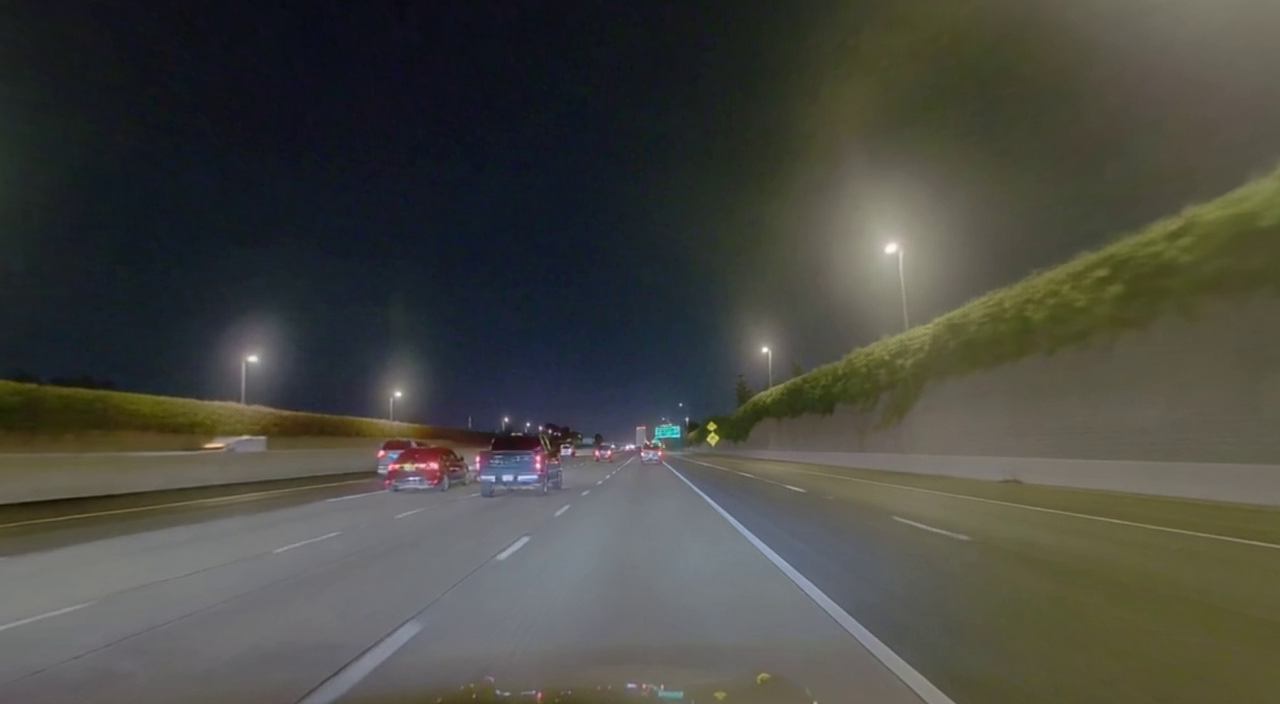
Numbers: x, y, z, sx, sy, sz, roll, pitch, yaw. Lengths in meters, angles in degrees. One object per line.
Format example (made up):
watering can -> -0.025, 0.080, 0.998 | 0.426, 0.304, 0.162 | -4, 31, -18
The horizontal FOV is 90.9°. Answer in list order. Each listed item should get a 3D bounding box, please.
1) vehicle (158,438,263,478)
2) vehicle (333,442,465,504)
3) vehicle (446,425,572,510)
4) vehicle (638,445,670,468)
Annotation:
vehicle -> -25.584, 6.312, 37.900 | 2.529, 2.189, 5.220 | -1, -8, 1
vehicle -> -6.456, 3.254, 17.512 | 1.887, 1.475, 4.316 | -1, -8, 1
vehicle -> -3.088, 2.846, 16.042 | 2.124, 1.787, 4.830 | -1, -8, 1
vehicle -> 0.954, 7.165, 43.596 | 2.073, 1.480, 4.343 | -1, -8, 1
